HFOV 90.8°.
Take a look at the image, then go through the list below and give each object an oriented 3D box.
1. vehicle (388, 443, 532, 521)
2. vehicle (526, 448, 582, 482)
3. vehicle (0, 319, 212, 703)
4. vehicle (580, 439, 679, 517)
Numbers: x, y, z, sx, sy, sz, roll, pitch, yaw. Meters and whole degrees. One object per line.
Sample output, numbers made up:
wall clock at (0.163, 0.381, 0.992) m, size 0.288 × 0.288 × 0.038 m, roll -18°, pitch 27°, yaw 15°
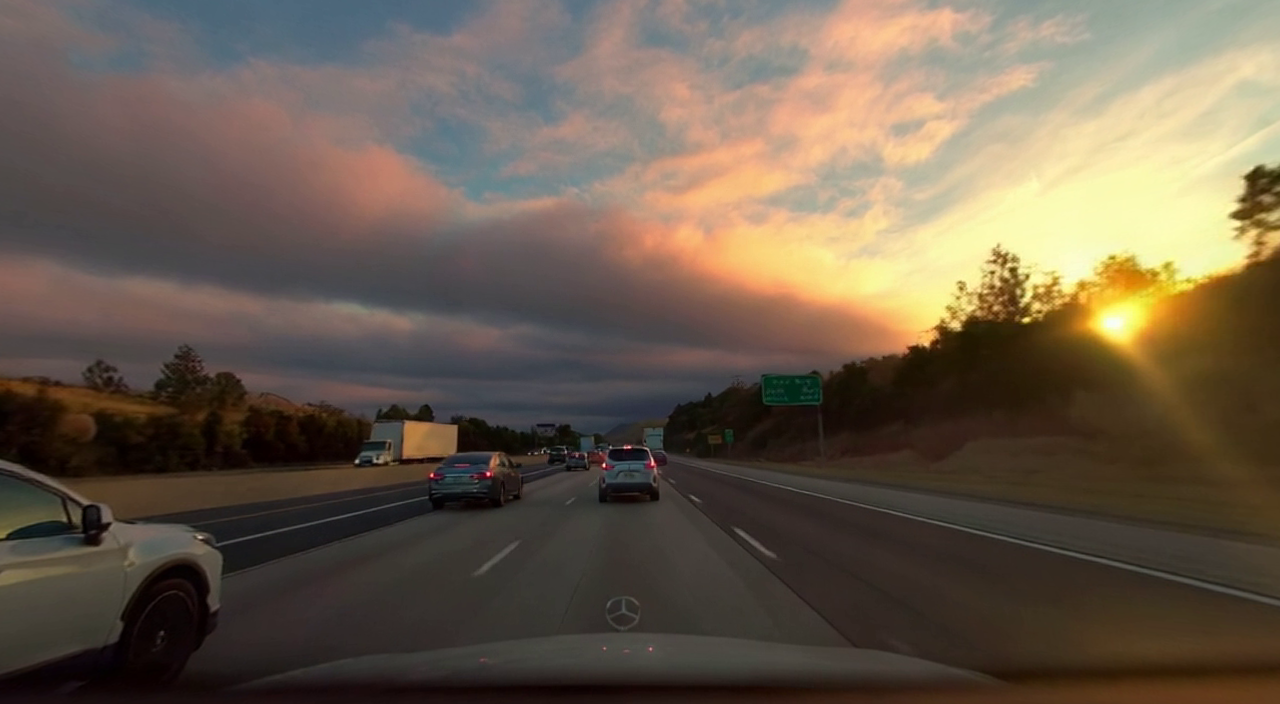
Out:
vehicle at (-3.871, 2.877, 14.491) m, size 1.988 × 1.501 × 4.438 m, roll 0°, pitch -9°, yaw 0°
vehicle at (-4.060, 5.403, 30.464) m, size 1.999 × 1.484 × 4.269 m, roll 0°, pitch -9°, yaw 1°
vehicle at (-3.961, 0.618, 1.559) m, size 2.243 × 1.889 × 4.949 m, roll 0°, pitch -9°, yaw 1°
vehicle at (-0.235, 2.834, 14.569) m, size 1.996 × 1.574 × 3.426 m, roll 0°, pitch -9°, yaw -1°
